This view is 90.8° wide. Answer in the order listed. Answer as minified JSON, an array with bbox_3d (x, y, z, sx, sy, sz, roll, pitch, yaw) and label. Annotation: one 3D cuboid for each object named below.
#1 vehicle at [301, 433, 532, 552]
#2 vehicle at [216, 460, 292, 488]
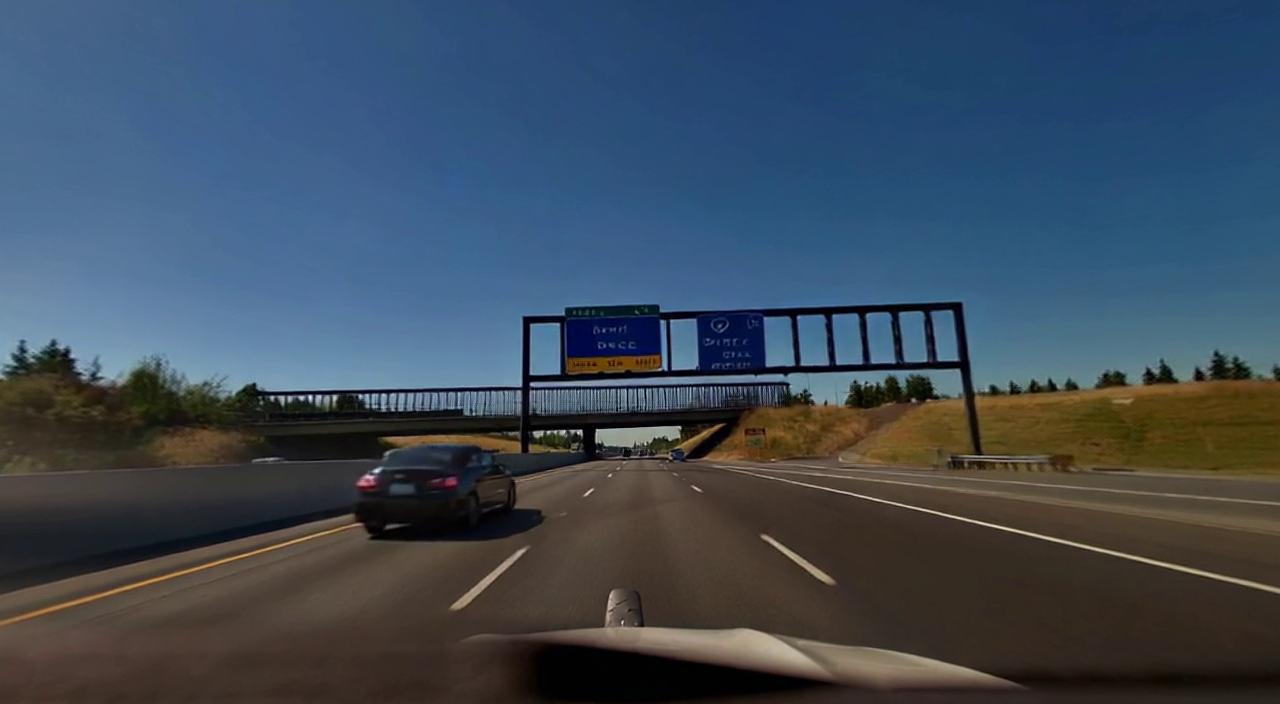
[{"bbox_3d":[-3.314,2.192,10.541,2.180,1.537,4.459,0,-9,1],"label":"vehicle"},{"bbox_3d":[-22.541,7.105,37.042,1.793,1.437,4.057,0,-9,1],"label":"vehicle"}]
